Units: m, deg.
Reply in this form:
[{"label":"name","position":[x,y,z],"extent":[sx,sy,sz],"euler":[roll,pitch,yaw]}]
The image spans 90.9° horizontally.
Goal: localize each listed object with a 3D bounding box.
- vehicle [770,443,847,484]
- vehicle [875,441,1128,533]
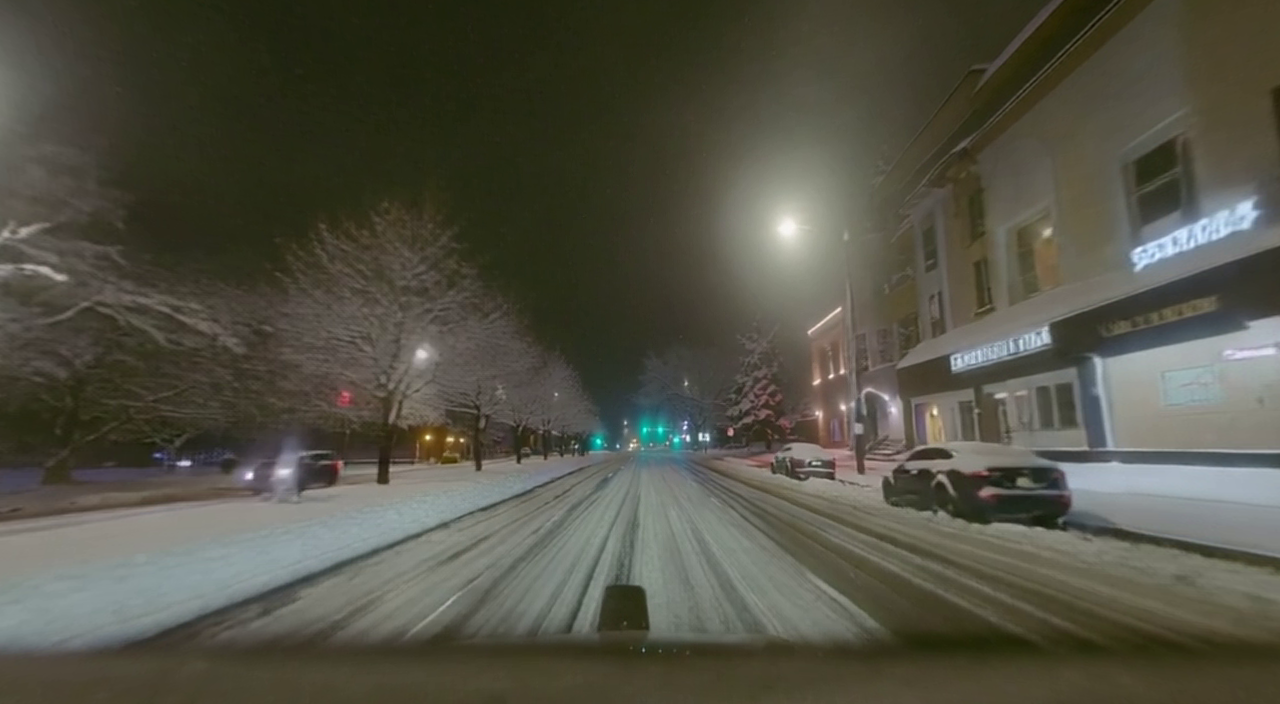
[{"label":"vehicle","position":[6.844,4.547,26.133],"extent":[1.923,1.498,4.676],"euler":[0,-8,1]},{"label":"vehicle","position":[6.791,2.561,12.731],"extent":[2.119,1.458,4.965],"euler":[1,-9,-1]}]
